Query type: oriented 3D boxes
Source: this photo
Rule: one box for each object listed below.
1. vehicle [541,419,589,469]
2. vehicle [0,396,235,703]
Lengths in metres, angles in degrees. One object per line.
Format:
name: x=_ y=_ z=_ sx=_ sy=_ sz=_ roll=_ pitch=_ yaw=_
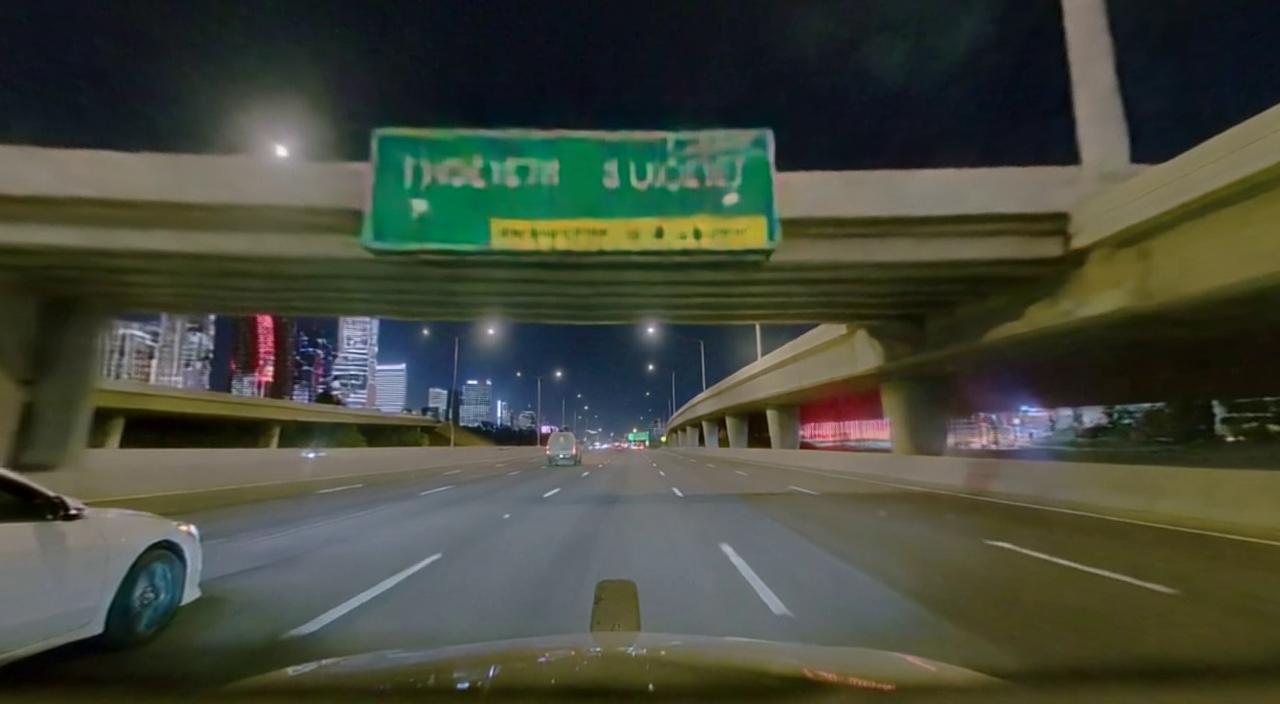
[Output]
vehicle: x=-4.744 y=5.954 z=40.843 sx=2.364 sy=2.953 sz=6.732 roll=0 pitch=-8 yaw=-1
vehicle: x=-4.069 y=0.913 z=2.410 sx=2.025 sy=1.556 sz=4.594 roll=0 pitch=-8 yaw=-1
